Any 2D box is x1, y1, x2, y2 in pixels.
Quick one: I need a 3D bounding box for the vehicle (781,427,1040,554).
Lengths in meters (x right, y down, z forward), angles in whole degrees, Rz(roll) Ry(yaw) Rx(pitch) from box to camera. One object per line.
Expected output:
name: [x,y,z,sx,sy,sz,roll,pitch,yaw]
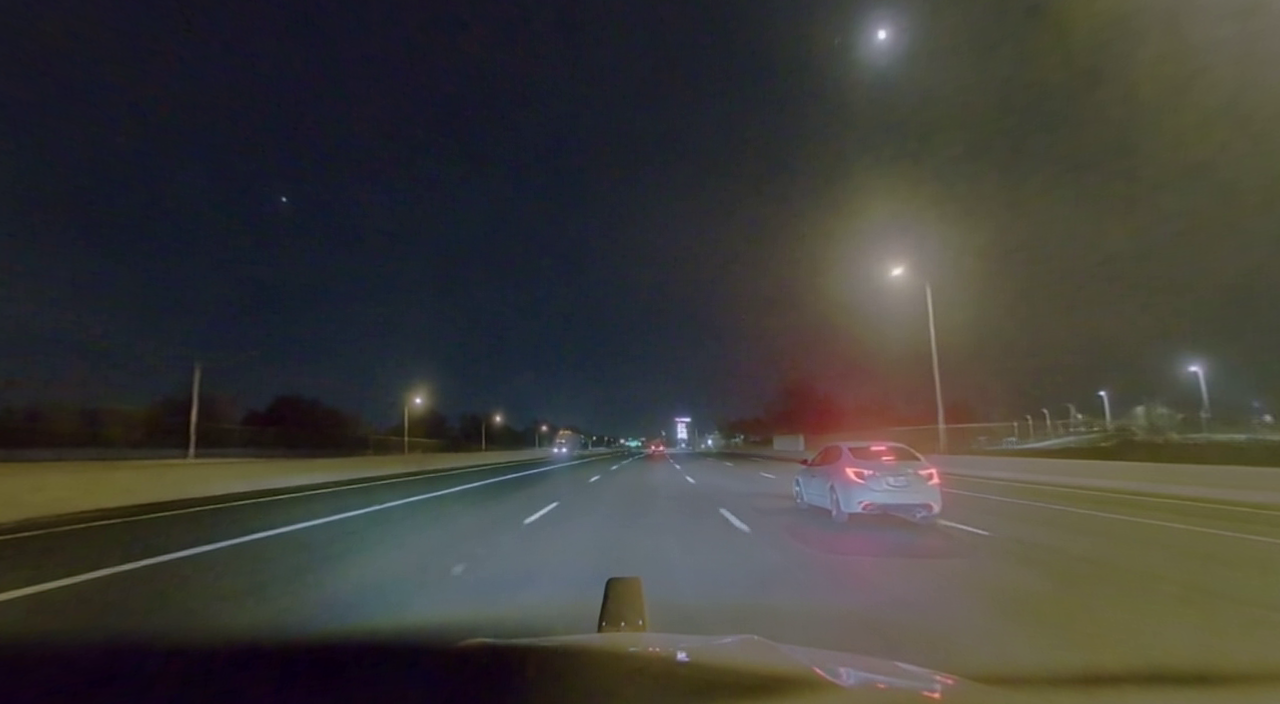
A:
vehicle: [3.766,2.005,9.929,1.999,1.492,4.673,0,-8,0]
